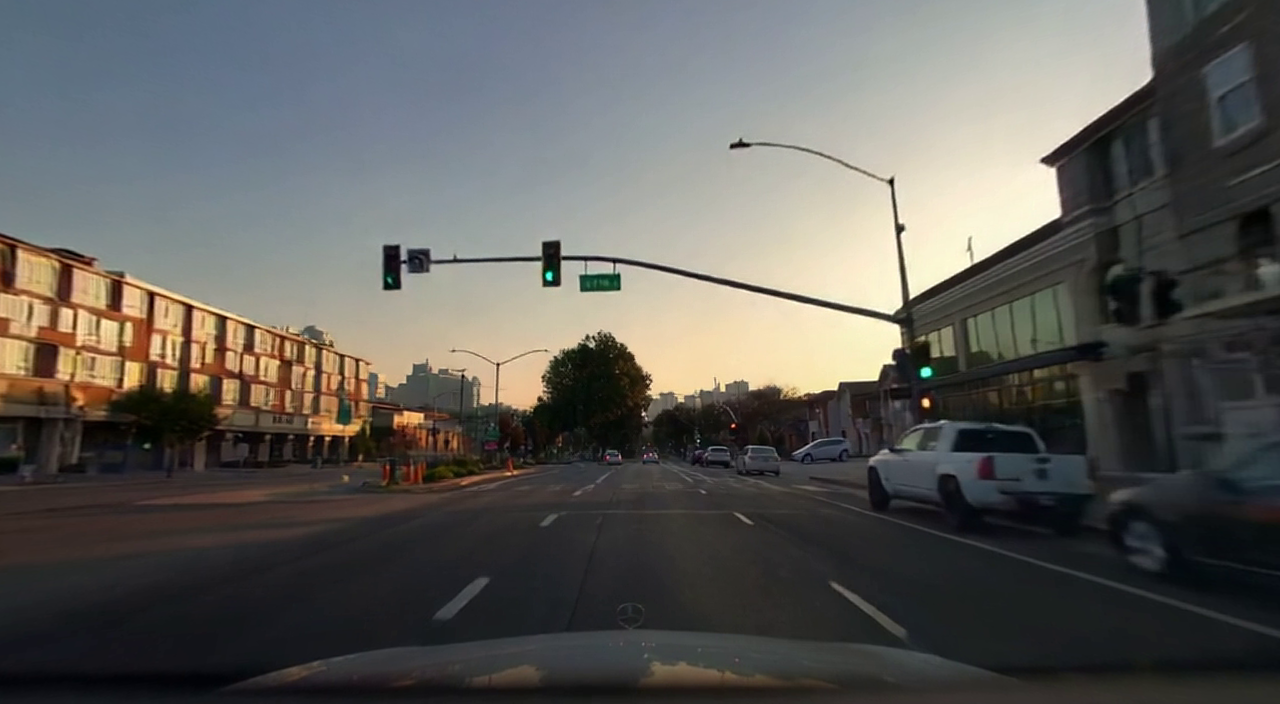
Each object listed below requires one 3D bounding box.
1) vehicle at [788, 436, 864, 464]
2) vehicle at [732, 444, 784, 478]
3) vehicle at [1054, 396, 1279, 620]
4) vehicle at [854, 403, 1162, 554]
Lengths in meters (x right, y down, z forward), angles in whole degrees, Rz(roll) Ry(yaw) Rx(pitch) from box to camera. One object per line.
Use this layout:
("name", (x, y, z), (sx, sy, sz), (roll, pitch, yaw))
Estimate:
("vehicle", (12.890, 6.833, 43.899), (4.571, 1.827, 2.260), (1, -9, -1))
("vehicle", (6.110, 5.660, 33.011), (1.955, 1.679, 3.890), (0, -8, 0))
("vehicle", (5.717, 1.149, 4.589), (1.845, 1.664, 5.285), (0, -8, 0))
("vehicle", (5.870, 2.083, 11.189), (2.182, 2.019, 5.247), (0, -8, -1))
